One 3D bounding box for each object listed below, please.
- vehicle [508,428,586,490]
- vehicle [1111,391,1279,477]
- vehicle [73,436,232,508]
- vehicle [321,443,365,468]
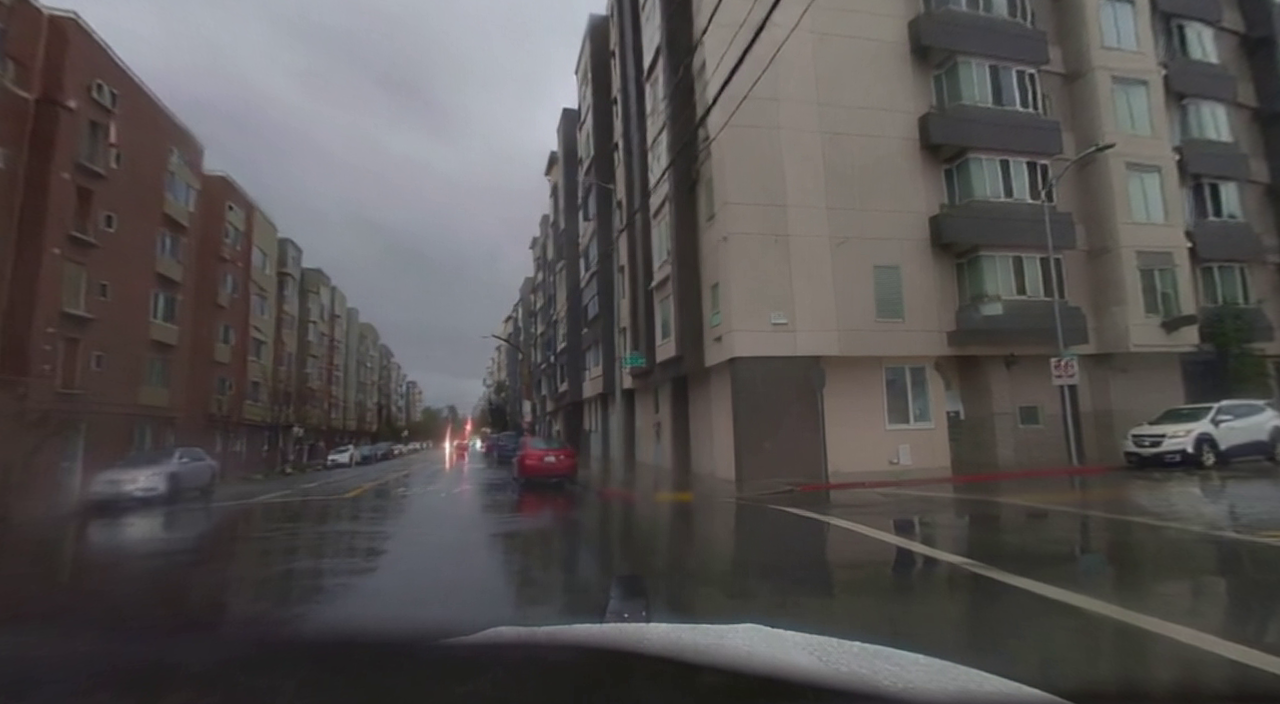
[{"bbox_3d":[-3.280,3.546,21.377,2.164,1.721,4.416,-2,-7,-14],"label":"vehicle"},{"bbox_3d":[16.323,2.227,17.954,4.259,2.102,2.376,-1,-4,-15],"label":"vehicle"},{"bbox_3d":[-14.406,3.487,19.023,2.140,1.874,4.475,2,-8,-16],"label":"vehicle"},{"bbox_3d":[-21.084,7.330,44.866,2.032,1.641,4.162,2,-8,-15],"label":"vehicle"}]
